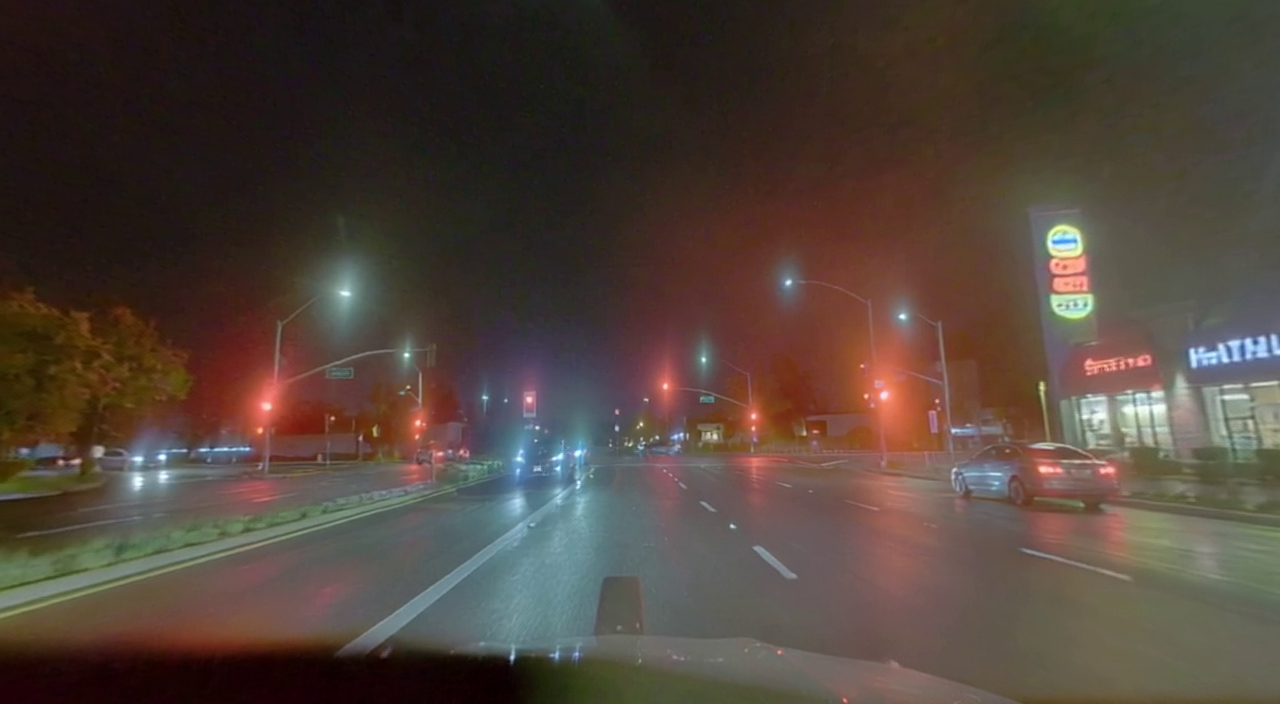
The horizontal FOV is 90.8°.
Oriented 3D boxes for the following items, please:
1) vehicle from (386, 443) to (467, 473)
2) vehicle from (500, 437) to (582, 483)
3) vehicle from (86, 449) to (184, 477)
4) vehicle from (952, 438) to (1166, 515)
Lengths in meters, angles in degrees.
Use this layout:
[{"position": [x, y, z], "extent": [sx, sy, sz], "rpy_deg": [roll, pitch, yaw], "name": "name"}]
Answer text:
[{"position": [-11.438, 5.662, 34.160], "extent": [1.873, 1.485, 4.382], "rpy_deg": [-3, -9, 17], "name": "vehicle"}, {"position": [-3.431, 3.853, 22.897], "extent": [2.121, 1.481, 4.708], "rpy_deg": [0, -8, 1], "name": "vehicle"}, {"position": [-30.006, 6.543, 37.523], "extent": [5.228, 1.539, 2.009], "rpy_deg": [-3, -9, 21], "name": "vehicle"}, {"position": [9.119, 2.711, 14.311], "extent": [1.936, 1.460, 4.258], "rpy_deg": [0, -8, 0], "name": "vehicle"}]
